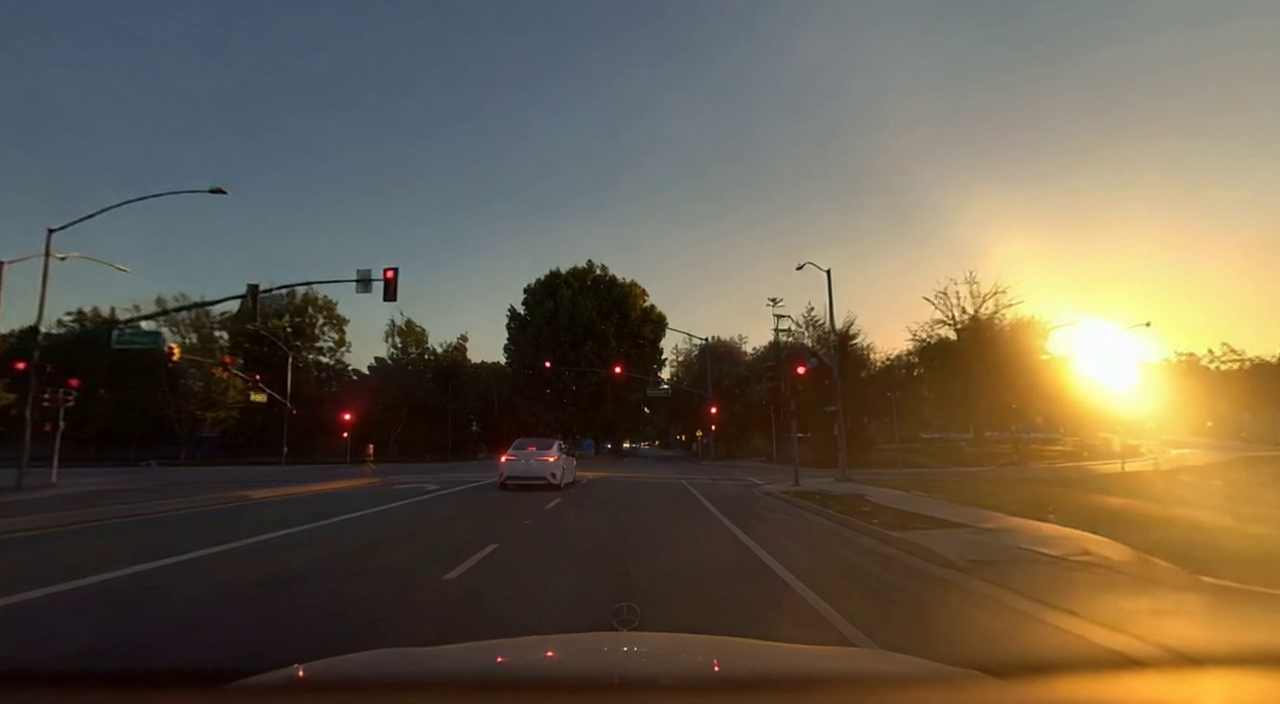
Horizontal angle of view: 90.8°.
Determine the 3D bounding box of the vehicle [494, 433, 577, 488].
[{"bbox_3d":[-3.339,3.576,21.129,2.076,1.599,4.483,0,-9,-1],"label":"vehicle"}]
